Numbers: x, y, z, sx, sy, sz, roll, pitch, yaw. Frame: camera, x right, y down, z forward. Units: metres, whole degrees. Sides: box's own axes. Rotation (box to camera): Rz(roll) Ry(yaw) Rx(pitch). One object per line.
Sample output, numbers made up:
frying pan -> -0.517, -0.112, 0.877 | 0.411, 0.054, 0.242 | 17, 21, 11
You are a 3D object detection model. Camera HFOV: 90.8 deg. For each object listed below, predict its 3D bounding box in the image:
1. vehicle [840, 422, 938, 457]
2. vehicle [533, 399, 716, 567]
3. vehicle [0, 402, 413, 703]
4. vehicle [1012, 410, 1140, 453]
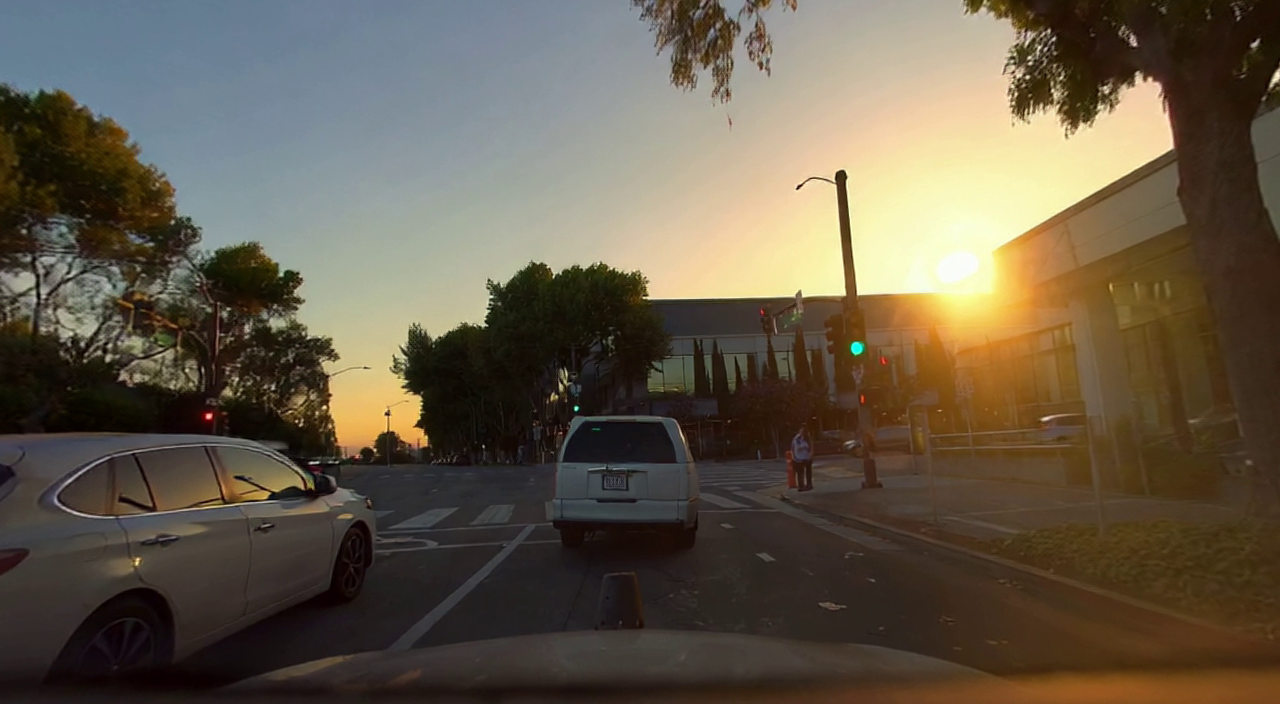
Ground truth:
vehicle -> 14.022, 4.941, 35.593 | 4.872, 1.806, 2.107 | 3, -9, -20
vehicle -> -0.186, 1.796, 9.342 | 2.059, 1.877, 4.249 | 0, -8, 0
vehicle -> -3.377, 1.261, 4.554 | 2.011, 1.527, 4.008 | 0, -8, -1
vehicle -> 21.423, 3.913, 31.082 | 5.215, 1.967, 2.392 | 1, -9, -19
